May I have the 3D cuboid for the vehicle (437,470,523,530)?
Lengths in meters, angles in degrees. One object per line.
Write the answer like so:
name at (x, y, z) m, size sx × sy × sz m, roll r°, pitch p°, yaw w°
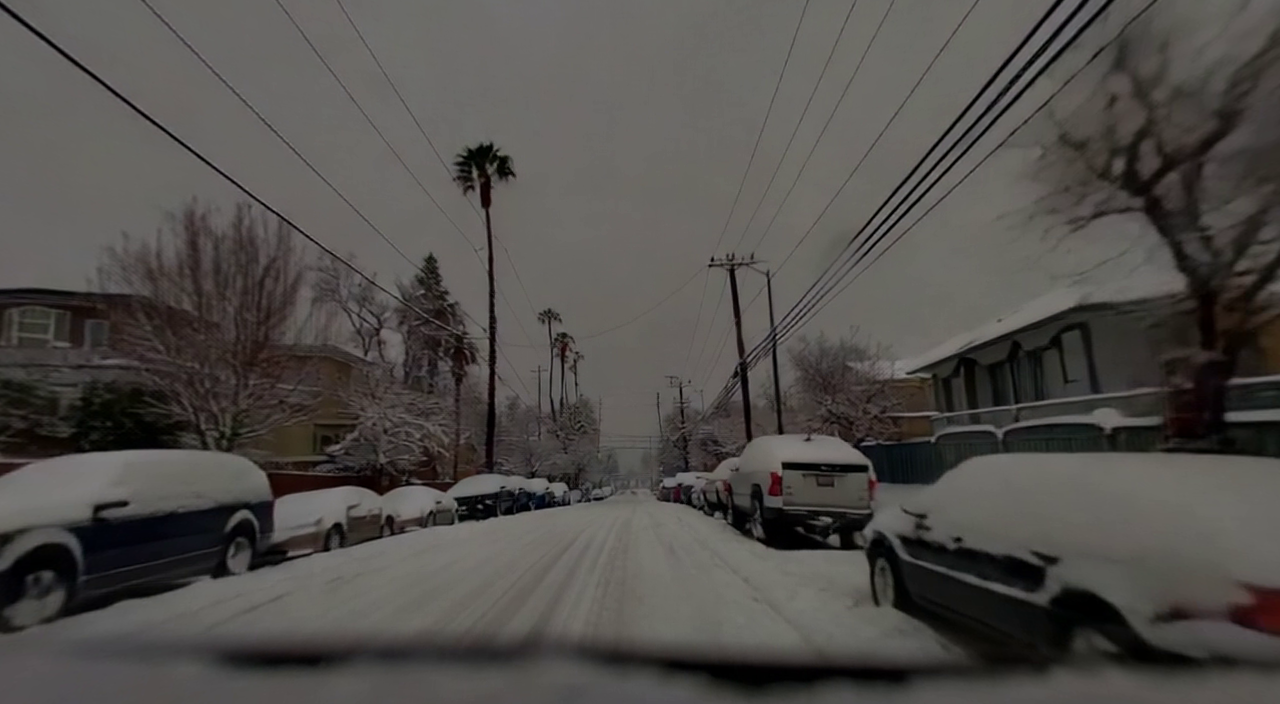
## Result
vehicle at (-6.209, 5.791, 25.169) m, size 2.349 × 1.952 × 4.848 m, roll 0°, pitch -8°, yaw -3°

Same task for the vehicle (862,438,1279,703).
vehicle at (3.070, 1.321, 4.094) m, size 1.756 × 1.455 × 3.965 m, roll 0°, pitch -9°, yaw -1°

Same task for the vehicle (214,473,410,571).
vehicle at (-6.550, 3.399, 13.273) m, size 1.841 × 1.491 × 4.525 m, roll 0°, pitch -9°, yaw -2°

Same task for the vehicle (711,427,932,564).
vehicle at (2.969, 2.526, 12.199) m, size 2.268 × 1.953 × 6.124 m, roll 0°, pitch -9°, yaw -2°

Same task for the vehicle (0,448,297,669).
vehicle at (-6.483, 2.103, 7.656) m, size 1.933 × 1.824 × 5.142 m, roll 0°, pitch -8°, yaw -3°

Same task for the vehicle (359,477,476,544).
vehicle at (-6.345, 4.546, 18.547) m, size 1.874 × 1.449 × 4.622 m, roll 0°, pitch -8°, yaw -2°
